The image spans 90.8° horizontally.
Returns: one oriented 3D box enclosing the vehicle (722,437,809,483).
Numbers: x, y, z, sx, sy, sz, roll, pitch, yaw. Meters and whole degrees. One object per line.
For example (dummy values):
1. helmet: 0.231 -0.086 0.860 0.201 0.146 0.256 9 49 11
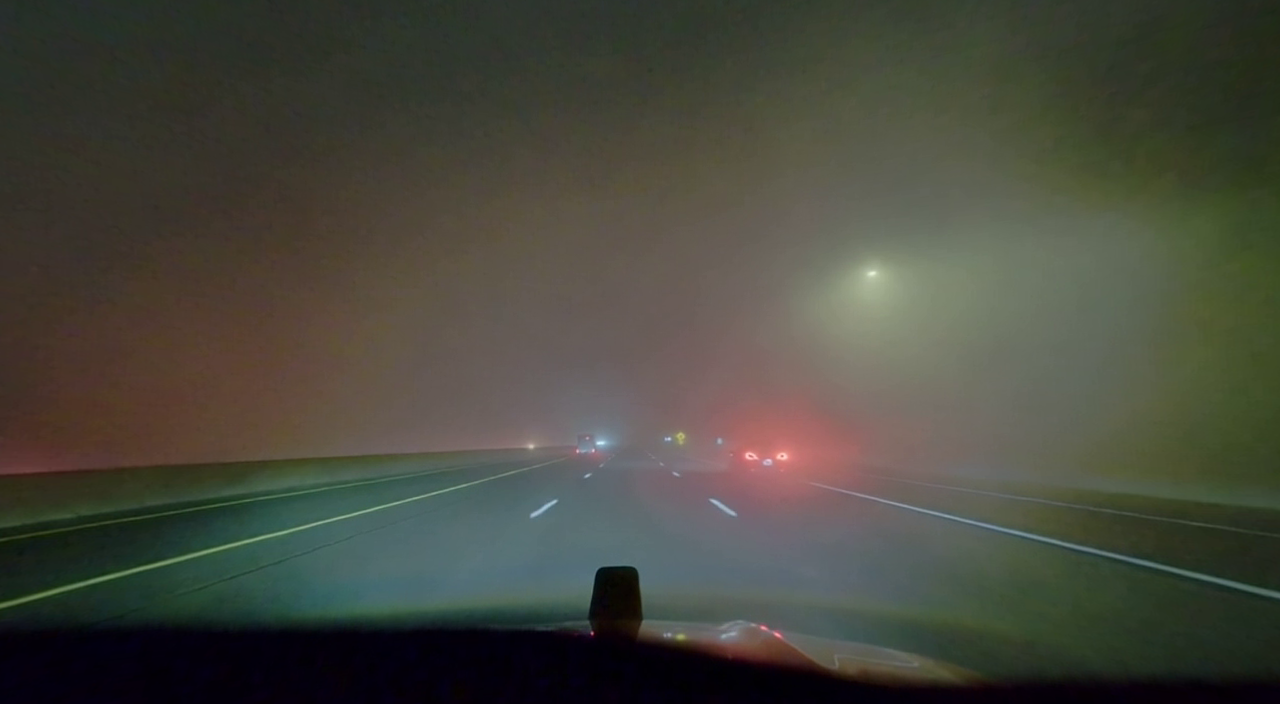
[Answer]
1. vehicle: 4.299 3.790 22.459 2.060 1.485 4.274 0 -9 -2
